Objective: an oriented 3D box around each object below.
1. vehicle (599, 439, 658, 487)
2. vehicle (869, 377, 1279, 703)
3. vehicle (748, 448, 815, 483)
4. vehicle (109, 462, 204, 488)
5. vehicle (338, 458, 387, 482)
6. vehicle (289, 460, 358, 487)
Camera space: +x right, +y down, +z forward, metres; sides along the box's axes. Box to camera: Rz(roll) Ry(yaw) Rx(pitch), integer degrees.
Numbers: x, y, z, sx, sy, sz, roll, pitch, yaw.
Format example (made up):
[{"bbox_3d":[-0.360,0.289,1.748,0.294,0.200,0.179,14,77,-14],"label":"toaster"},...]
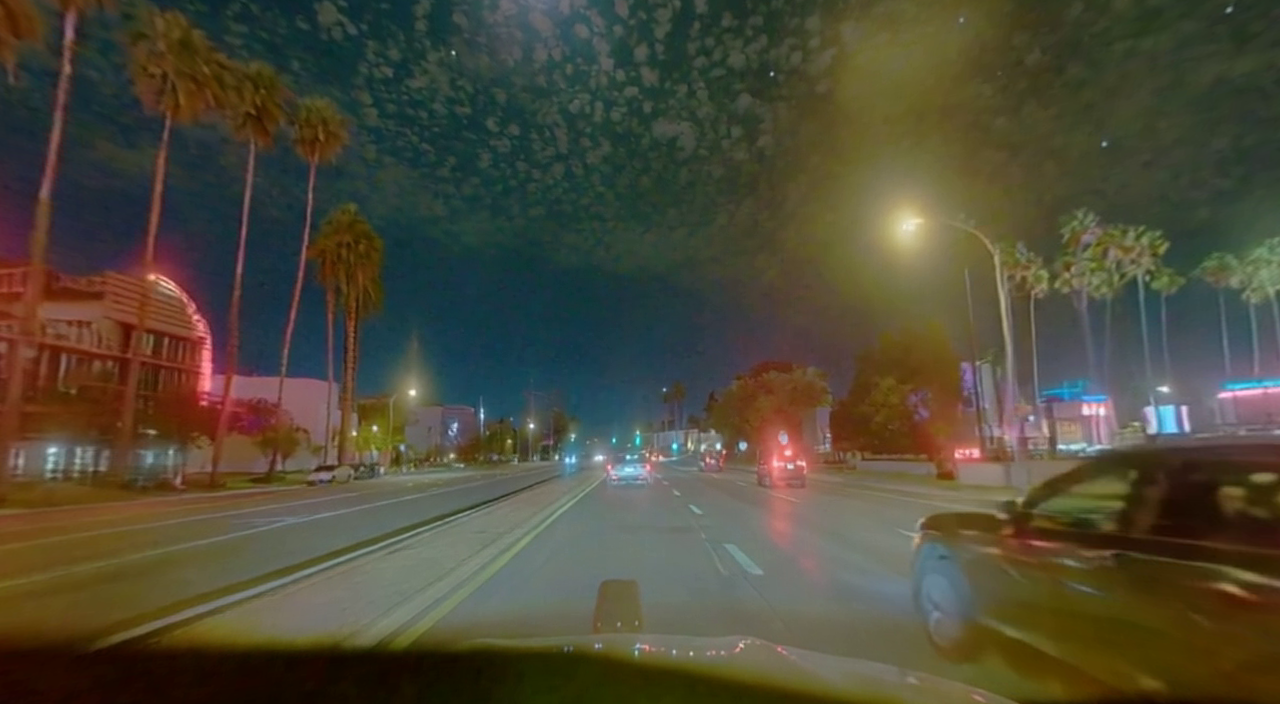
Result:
[{"bbox_3d":[-0.489,4.627,26.520,2.277,1.816,4.192,0,-9,-1],"label":"vehicle"},{"bbox_3d":[3.082,1.023,2.898,2.195,1.590,4.668,0,-9,-1],"label":"vehicle"},{"bbox_3d":[6.572,5.302,29.821,1.975,1.483,4.769,0,-9,-2],"label":"vehicle"},{"bbox_3d":[-30.214,7.711,39.413,4.400,1.474,1.732,1,-9,-1],"label":"vehicle"},{"bbox_3d":[-19.761,8.383,44.923,1.753,1.600,4.040,0,-9,-2],"label":"vehicle"},{"bbox_3d":[-19.558,7.513,39.127,1.920,1.505,4.351,0,-9,1],"label":"vehicle"}]
